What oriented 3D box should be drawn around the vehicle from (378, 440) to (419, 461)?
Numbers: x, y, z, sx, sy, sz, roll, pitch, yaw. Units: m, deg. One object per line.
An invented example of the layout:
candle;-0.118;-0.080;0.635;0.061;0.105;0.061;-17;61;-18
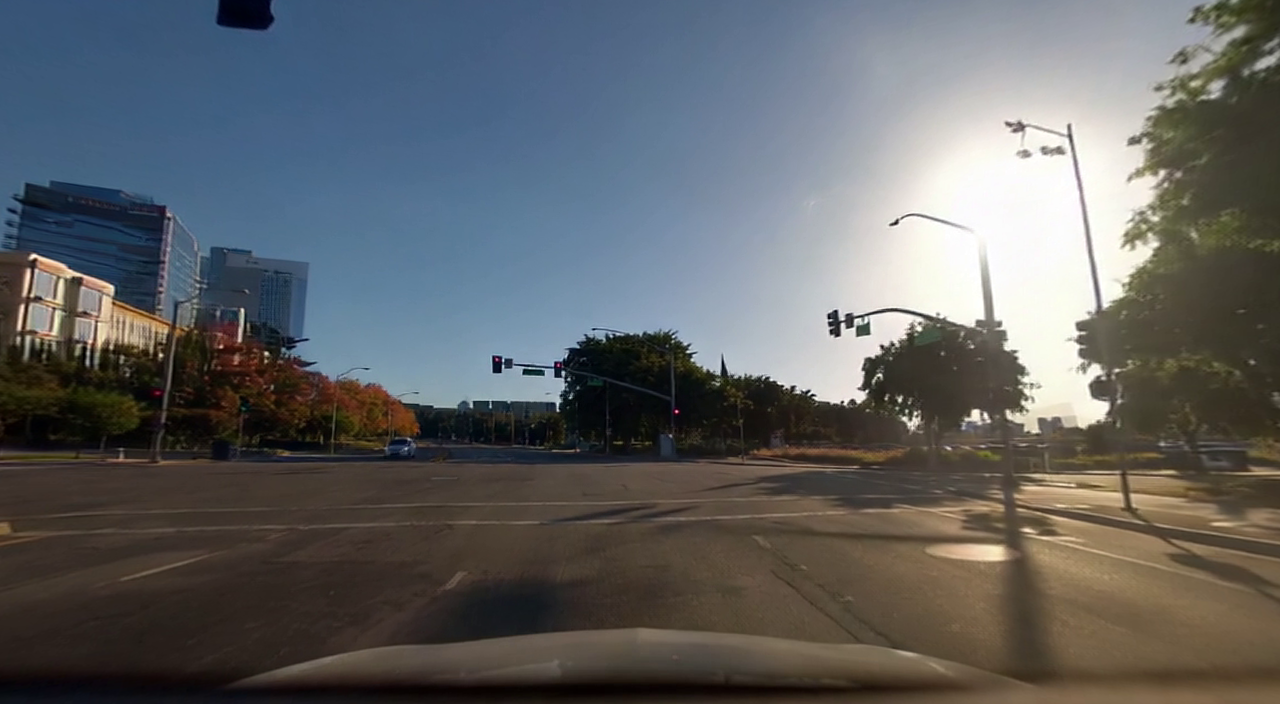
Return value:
vehicle;-17.912;7.303;47.075;1.969;1.464;4.485;1;-9;-10
